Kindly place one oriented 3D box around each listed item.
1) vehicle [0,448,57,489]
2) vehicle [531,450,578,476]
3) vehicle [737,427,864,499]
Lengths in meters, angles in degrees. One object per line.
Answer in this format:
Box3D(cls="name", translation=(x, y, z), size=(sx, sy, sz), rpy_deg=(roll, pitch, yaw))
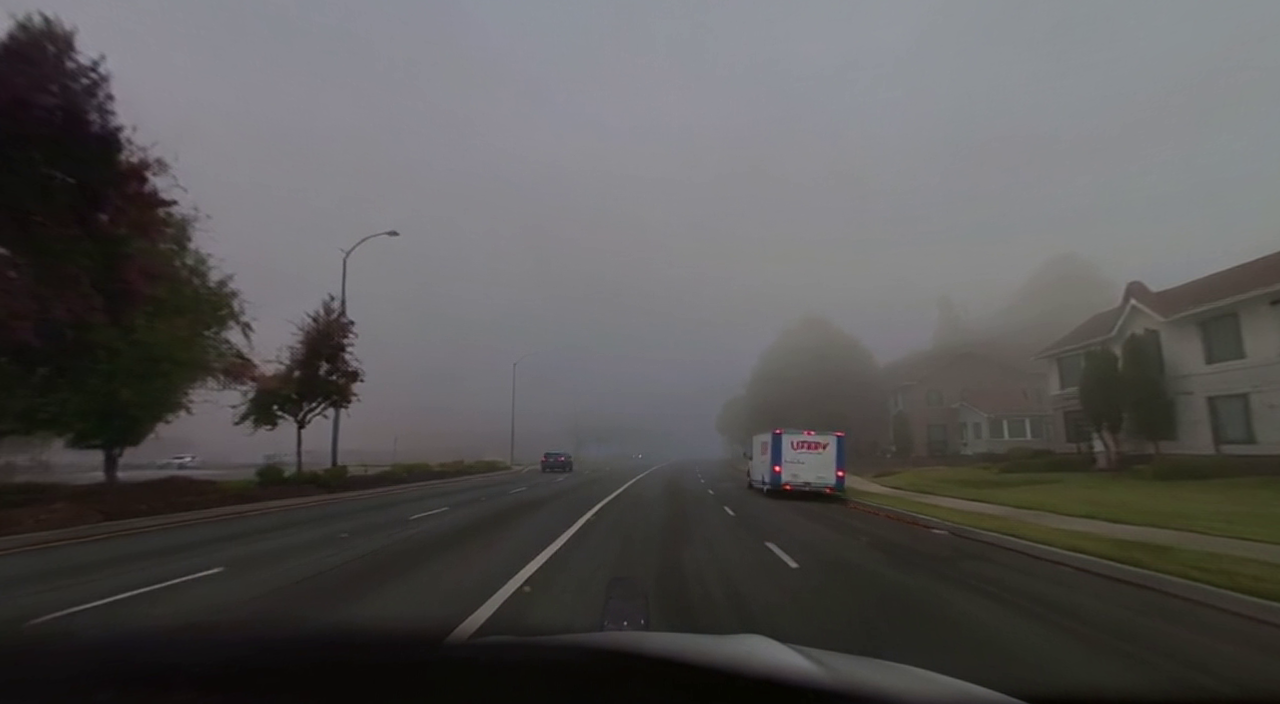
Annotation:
Box3D(cls="vehicle", translation=(-27.784, 5.158, 28.128), size=(2.118, 1.670, 4.487), rpy_deg=(7, -12, -38))
Box3D(cls="vehicle", translation=(-5.188, 6.776, 38.725), size=(2.060, 1.473, 4.645), rpy_deg=(0, -9, 2))
Box3D(cls="vehicle", translation=(5.055, 3.673, 21.228), size=(2.695, 2.013, 6.661), rpy_deg=(0, -9, 2))
